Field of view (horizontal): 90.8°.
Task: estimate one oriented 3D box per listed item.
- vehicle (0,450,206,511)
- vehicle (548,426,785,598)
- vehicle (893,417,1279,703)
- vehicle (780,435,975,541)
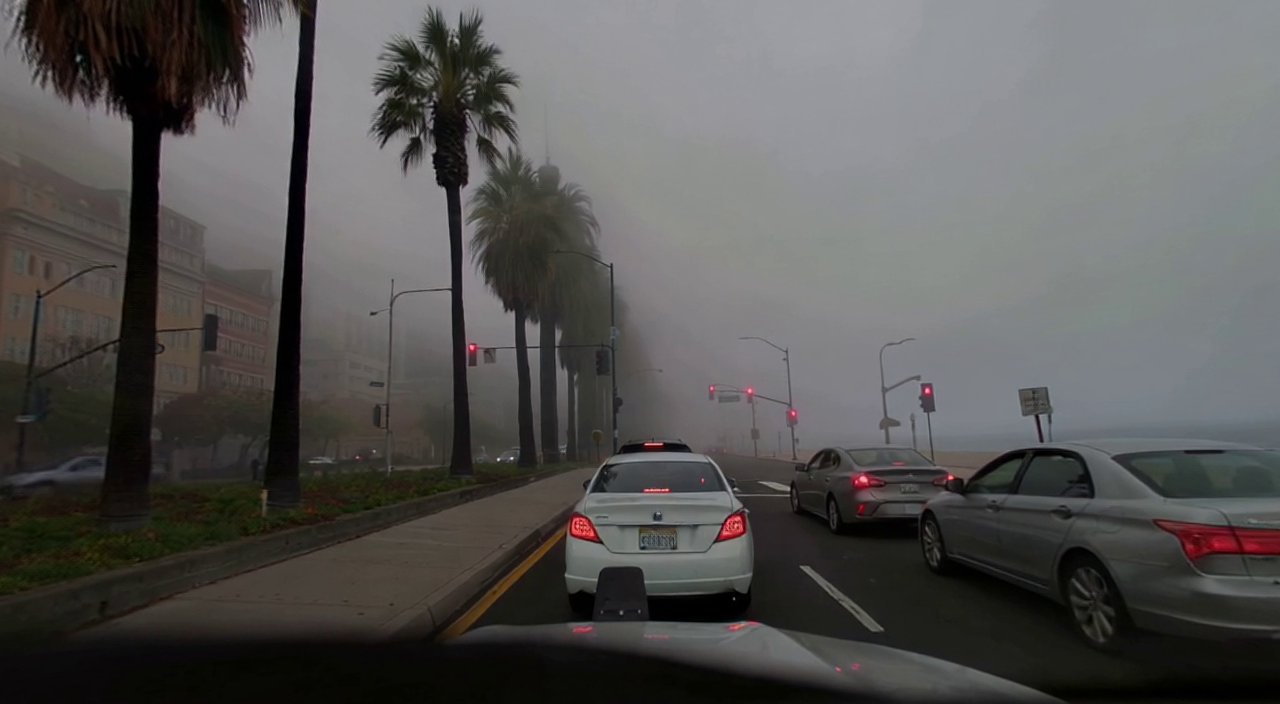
[{"bbox_3d":[-16.129,3.803,19.289,2.022,1.604,4.495,-2,-9,11],"label":"vehicle"},{"bbox_3d":[0.261,1.706,7.510,2.093,1.503,3.681,0,-9,1],"label":"vehicle"},{"bbox_3d":[3.912,1.364,5.094,1.913,1.469,4.425,0,-9,0],"label":"vehicle"},{"bbox_3d":[3.893,2.290,11.315,1.920,1.490,4.417,-1,-9,2],"label":"vehicle"}]
